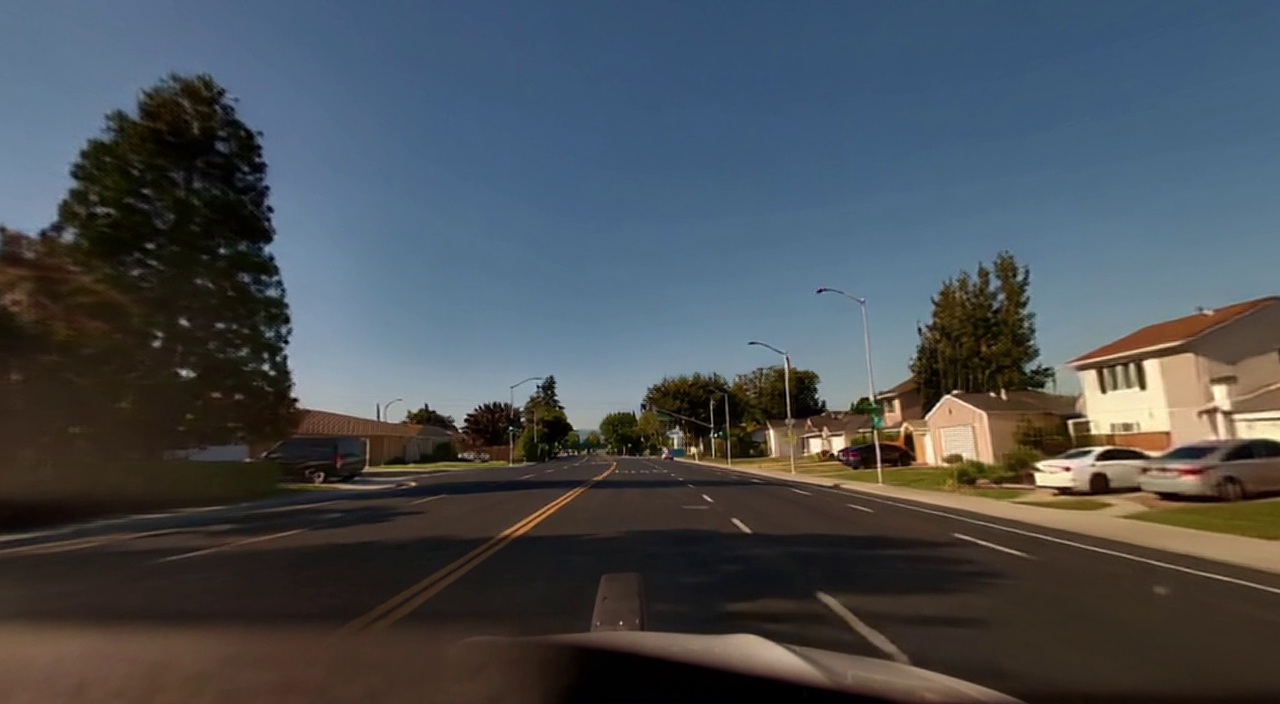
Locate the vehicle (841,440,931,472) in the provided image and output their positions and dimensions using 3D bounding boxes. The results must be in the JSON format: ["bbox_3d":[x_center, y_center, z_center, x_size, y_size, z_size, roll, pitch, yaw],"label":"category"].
[{"bbox_3d":[15.329,6.508,39.516,4.739,1.667,1.998,-3,-7,0],"label":"vehicle"}]

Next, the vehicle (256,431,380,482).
[{"bbox_3d":[-15.653,5.119,31.321,2.653,2.232,6.273,0,-8,2],"label":"vehicle"}]

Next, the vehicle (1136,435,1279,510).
[{"bbox_3d":[15.177,2.889,15.531,4.234,1.491,1.940,-3,-7,0],"label":"vehicle"}]

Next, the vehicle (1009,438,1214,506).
[{"bbox_3d":[13.950,3.541,18.902,4.466,1.578,1.968,-4,-7,-1],"label":"vehicle"}]
